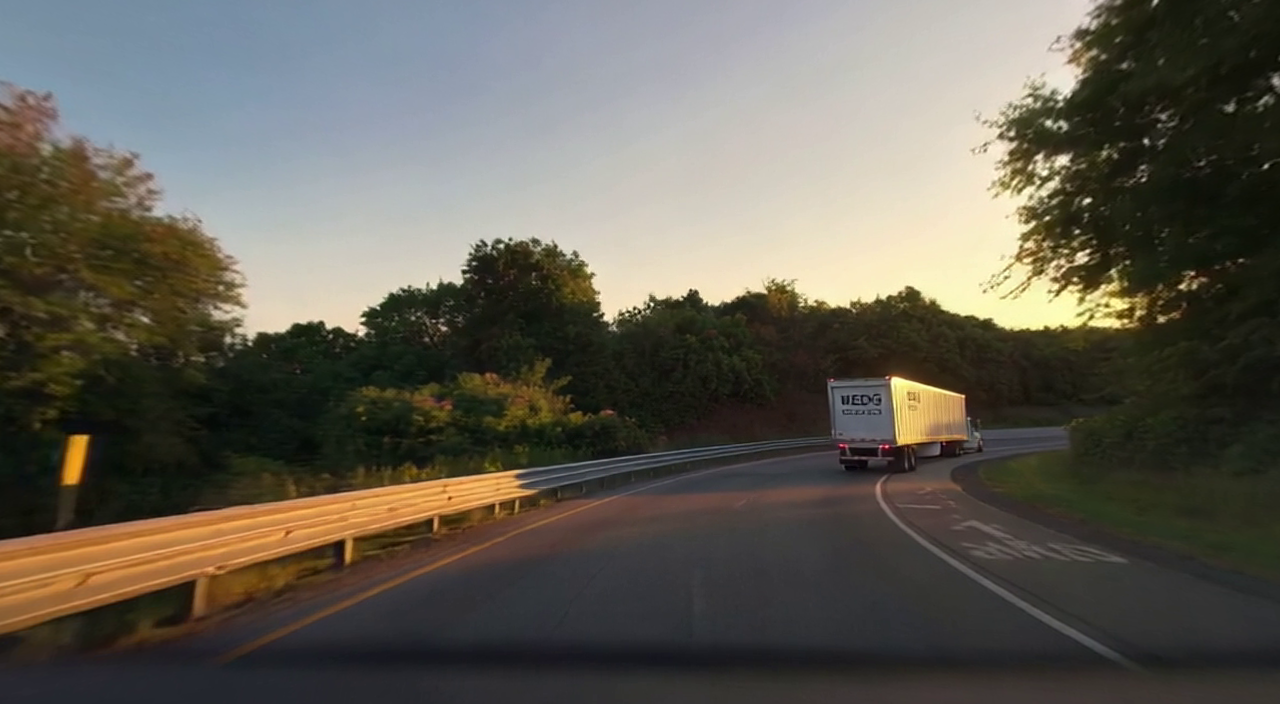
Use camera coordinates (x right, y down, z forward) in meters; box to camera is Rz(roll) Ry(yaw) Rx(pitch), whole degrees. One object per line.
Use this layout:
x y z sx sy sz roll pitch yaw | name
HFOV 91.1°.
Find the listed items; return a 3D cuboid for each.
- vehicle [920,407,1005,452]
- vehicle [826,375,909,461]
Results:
19.767 4.727 38.327 6.650 2.524 2.120 6 -10 -41 | vehicle
10.740 3.150 29.586 2.963 3.771 3.137 -5 -9 30 | vehicle
